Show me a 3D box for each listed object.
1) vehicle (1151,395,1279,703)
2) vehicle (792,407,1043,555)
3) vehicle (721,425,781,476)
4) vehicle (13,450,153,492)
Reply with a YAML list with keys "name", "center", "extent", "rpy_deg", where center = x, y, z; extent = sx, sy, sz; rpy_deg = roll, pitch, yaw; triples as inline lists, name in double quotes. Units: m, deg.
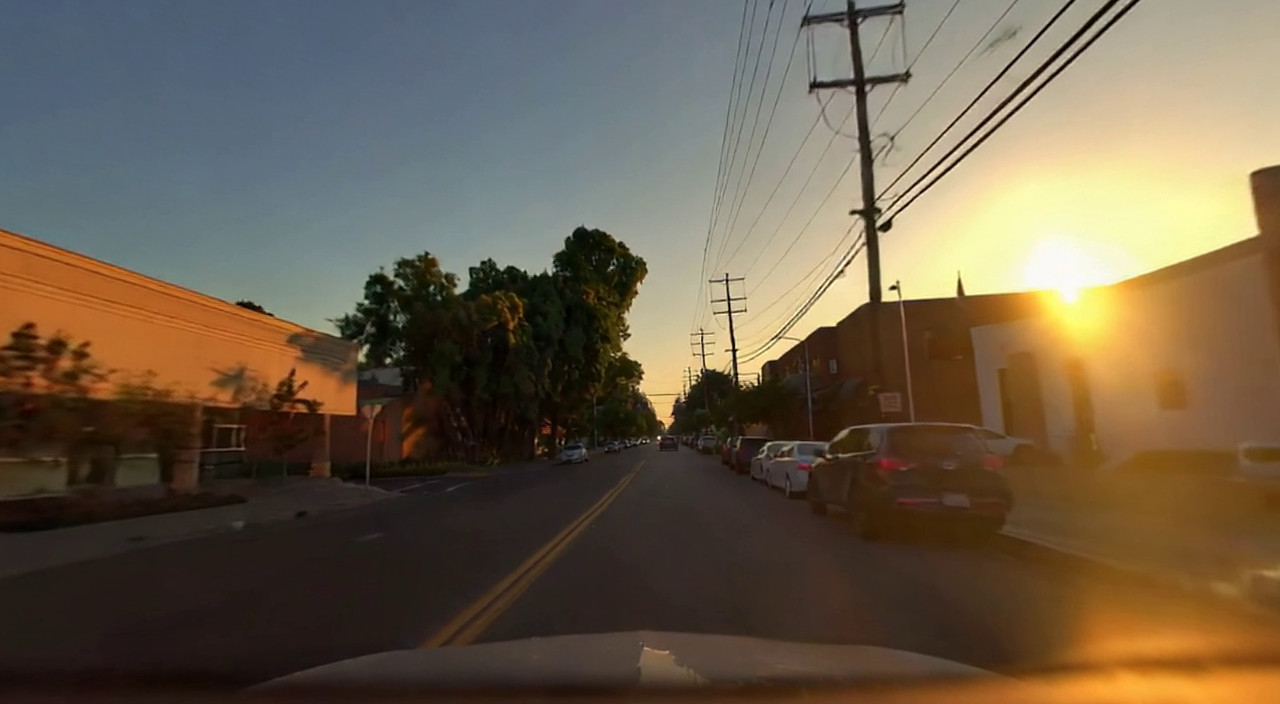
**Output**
- name: "vehicle"
  center: [3.398, 0.692, 0.767]
  extent: [2.261, 1.503, 4.695]
  rpy_deg: [-2, -8, 11]
- name: "vehicle"
  center: [4.092, 1.981, 10.449]
  extent: [1.952, 1.849, 4.837]
  rpy_deg: [0, -8, 0]
- name: "vehicle"
  center: [4.973, 4.497, 29.060]
  extent: [2.026, 2.106, 4.753]
  rpy_deg: [0, -8, 1]
- name: "vehicle"
  center: [-21.779, 4.634, 24.789]
  extent: [3.828, 1.496, 1.820]
  rpy_deg: [0, -9, 4]
